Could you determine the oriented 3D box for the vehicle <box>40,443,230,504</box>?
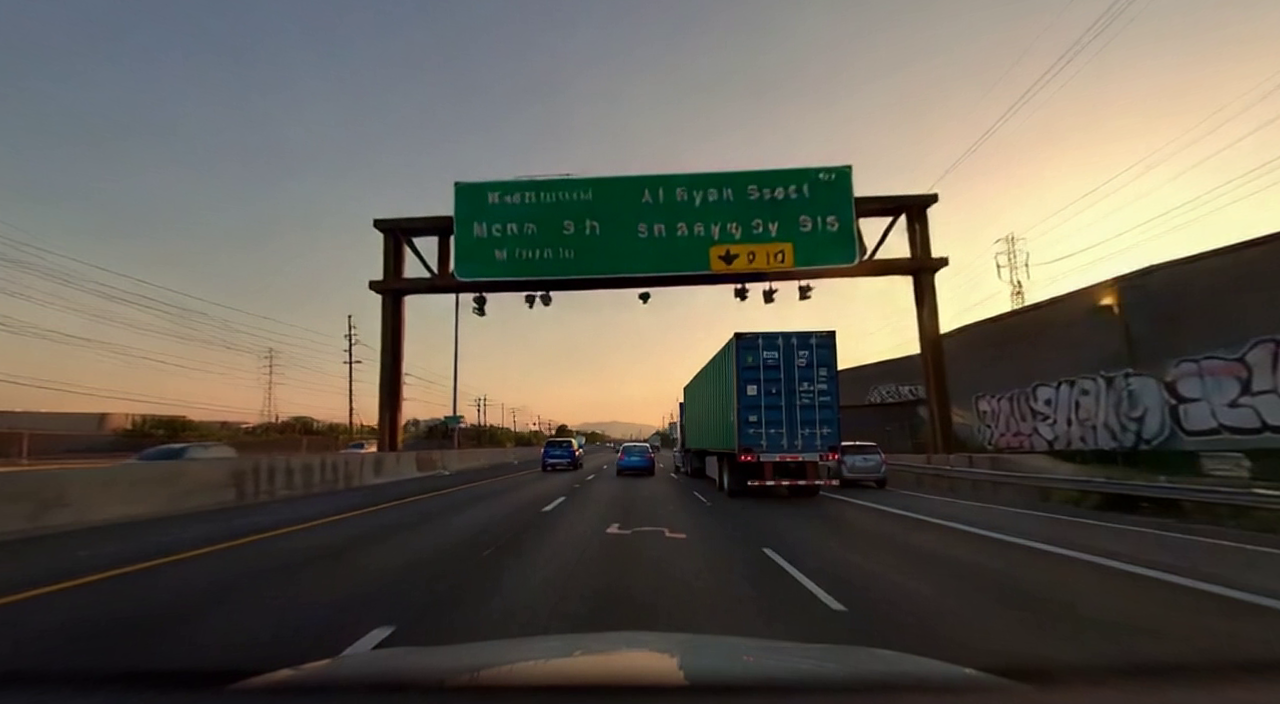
[{"bbox_3d":[-14.072,3.382,18.035,1.959,1.487,4.293,0,-9,-2],"label":"vehicle"}]

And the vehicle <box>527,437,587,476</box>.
[{"bbox_3d":[-4.052,5.207,31.617,2.264,1.804,4.584,0,-9,1],"label":"vehicle"}]

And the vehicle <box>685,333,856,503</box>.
[{"bbox_3d":[3.538,2.521,21.541,2.800,4.039,13.179,0,-9,-1],"label":"vehicle"}]

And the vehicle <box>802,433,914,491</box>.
[{"bbox_3d":[7.241,3.699,21.574,2.202,1.731,4.628,0,-9,0],"label":"vehicle"}]

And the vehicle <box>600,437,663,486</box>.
[{"bbox_3d":[-0.326,4.133,24.171,2.191,1.685,4.015,0,-9,0],"label":"vehicle"}]
